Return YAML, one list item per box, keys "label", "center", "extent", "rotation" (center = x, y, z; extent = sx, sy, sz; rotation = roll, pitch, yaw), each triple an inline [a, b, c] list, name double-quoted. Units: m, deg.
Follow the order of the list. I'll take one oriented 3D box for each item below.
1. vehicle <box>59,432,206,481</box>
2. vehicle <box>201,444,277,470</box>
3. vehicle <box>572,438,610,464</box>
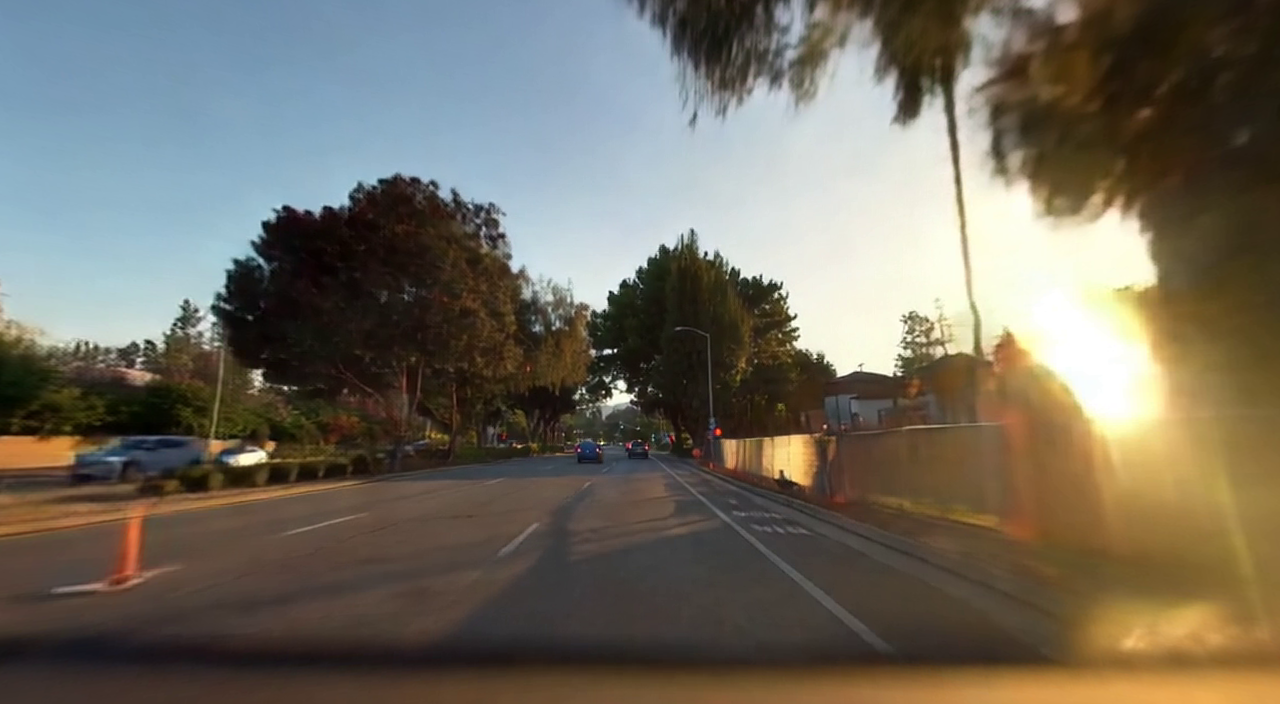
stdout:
- label: "vehicle"
  center: [-20.791, 4.286, 26.152]
  extent: [2.046, 1.823, 4.753]
  rotation: [0, -9, 1]
- label: "vehicle"
  center: [-24.746, 6.489, 39.058]
  extent: [1.834, 1.502, 4.346]
  rotation: [0, -9, 0]
- label: "vehicle"
  center: [-3.317, 6.873, 43.689]
  extent: [2.198, 1.663, 4.519]
  rotation: [0, -8, 1]
